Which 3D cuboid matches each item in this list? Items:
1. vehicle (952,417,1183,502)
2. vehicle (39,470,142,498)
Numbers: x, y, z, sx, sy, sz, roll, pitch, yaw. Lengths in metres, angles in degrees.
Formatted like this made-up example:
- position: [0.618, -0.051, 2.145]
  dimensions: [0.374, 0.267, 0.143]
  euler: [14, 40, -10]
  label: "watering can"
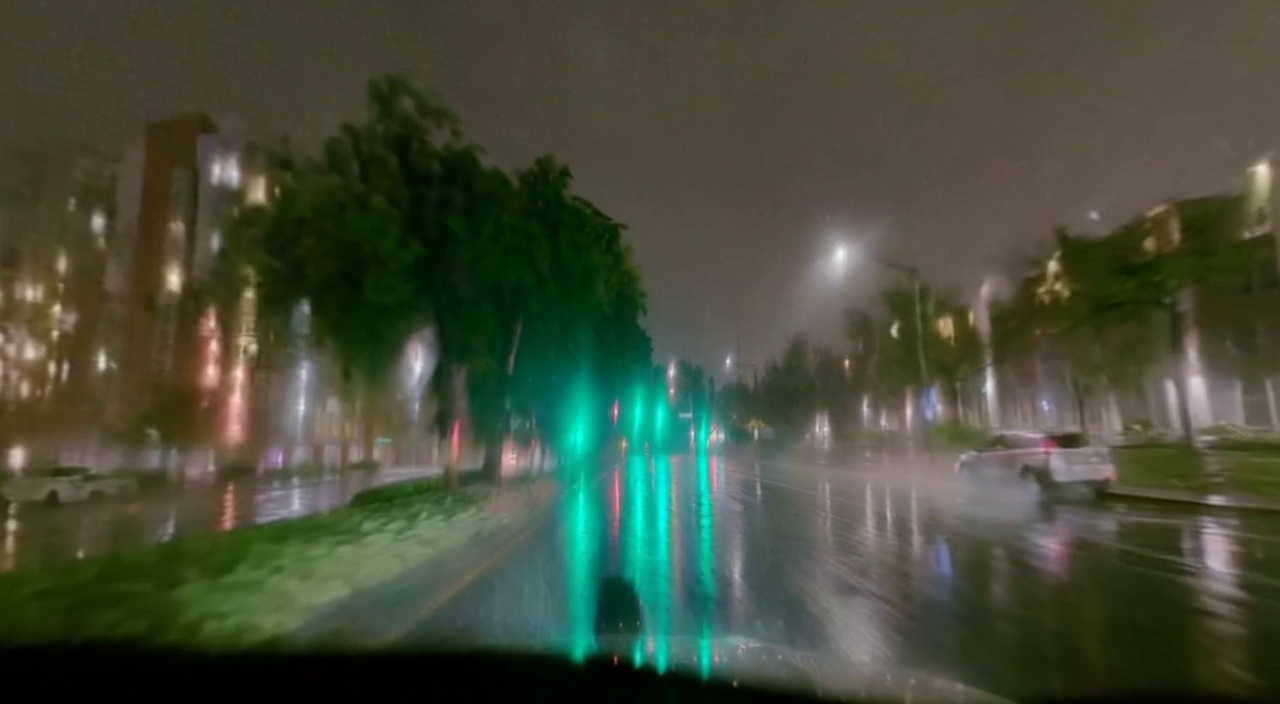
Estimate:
- position: [10.016, 2.579, 15.469]
  dimensions: [2.051, 1.726, 4.898]
  euler: [0, -9, -3]
  label: "vehicle"
- position: [-30.674, 7.373, 35.384]
  dimensions: [3.930, 1.431, 1.645]
  euler: [2, -9, -12]
  label: "vehicle"
